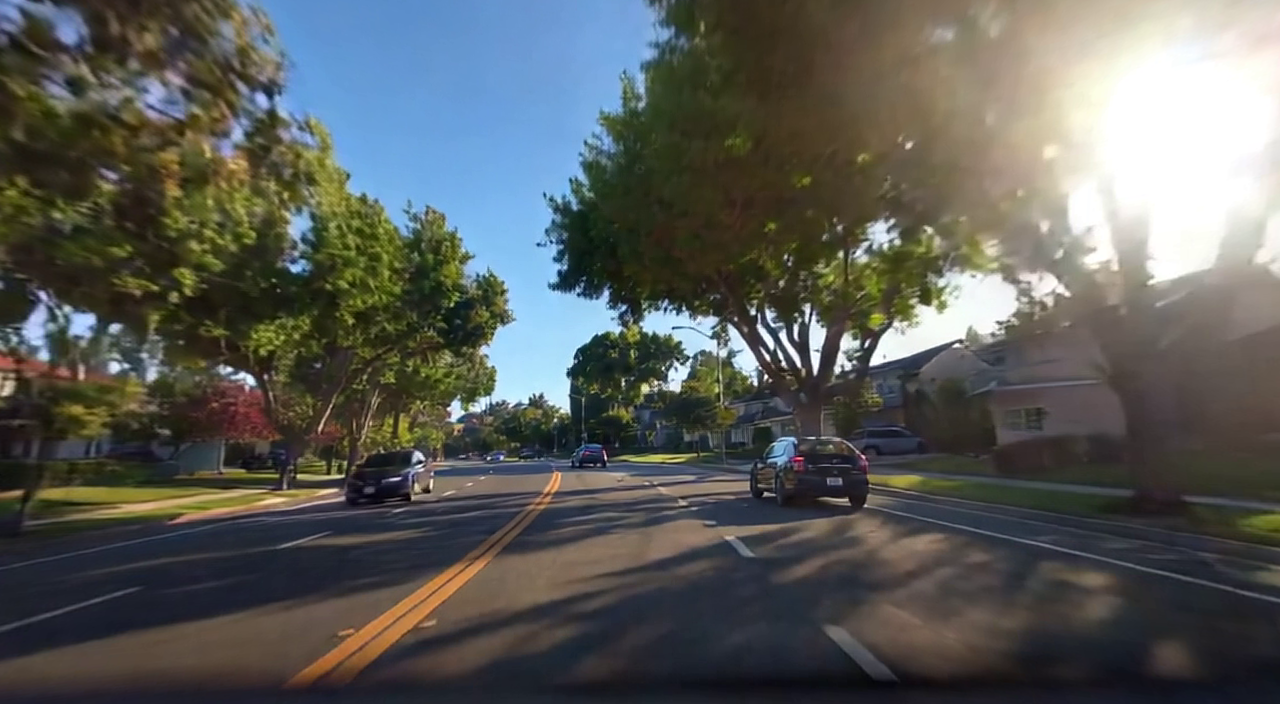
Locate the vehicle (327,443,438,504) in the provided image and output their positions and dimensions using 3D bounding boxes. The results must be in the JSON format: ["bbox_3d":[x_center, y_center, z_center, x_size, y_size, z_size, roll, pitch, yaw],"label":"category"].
[{"bbox_3d":[-8.081,3.798,20.283,2.091,1.700,4.438,1,-8,-6],"label":"vehicle"}]

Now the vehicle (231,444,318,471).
[{"bbox_3d":[-23.662,6.820,40.880,4.477,1.631,1.893,7,-11,-40],"label":"vehicle"}]

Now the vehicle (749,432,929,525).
[{"bbox_3d":[3.645,2.395,12.535,1.934,1.506,4.282,0,-8,-4],"label":"vehicle"}]

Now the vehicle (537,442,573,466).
[{"bbox_3d":[-6.435,7.632,47.241,2.106,1.667,4.367,2,-9,-15],"label":"vehicle"}]
